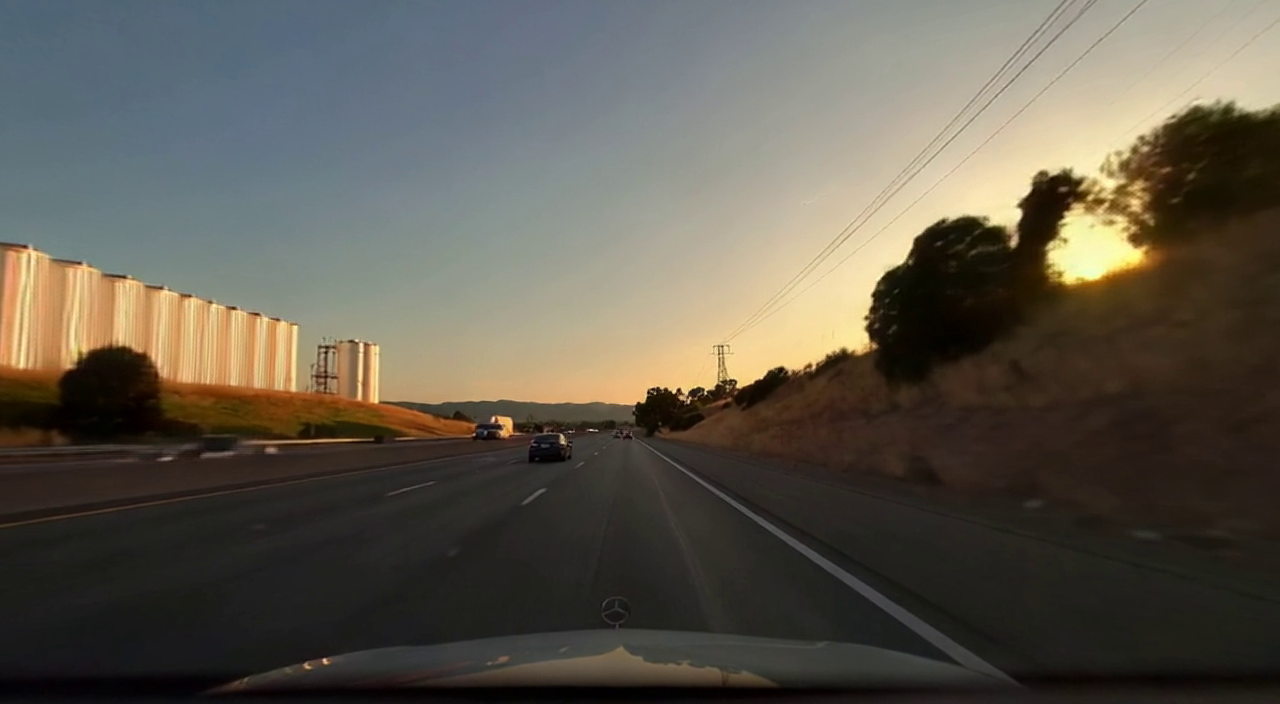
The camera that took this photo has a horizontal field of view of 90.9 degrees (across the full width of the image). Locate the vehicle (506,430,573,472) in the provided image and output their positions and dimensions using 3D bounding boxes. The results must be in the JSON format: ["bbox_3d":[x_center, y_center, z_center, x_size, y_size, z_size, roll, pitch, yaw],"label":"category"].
[{"bbox_3d":[-3.731,3.747,24.082,1.952,1.462,3.969,0,-8,-1],"label":"vehicle"}]

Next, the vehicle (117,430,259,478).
[{"bbox_3d":[-15.541,3.503,21.998,1.891,1.492,4.182,0,-8,-1],"label":"vehicle"}]
